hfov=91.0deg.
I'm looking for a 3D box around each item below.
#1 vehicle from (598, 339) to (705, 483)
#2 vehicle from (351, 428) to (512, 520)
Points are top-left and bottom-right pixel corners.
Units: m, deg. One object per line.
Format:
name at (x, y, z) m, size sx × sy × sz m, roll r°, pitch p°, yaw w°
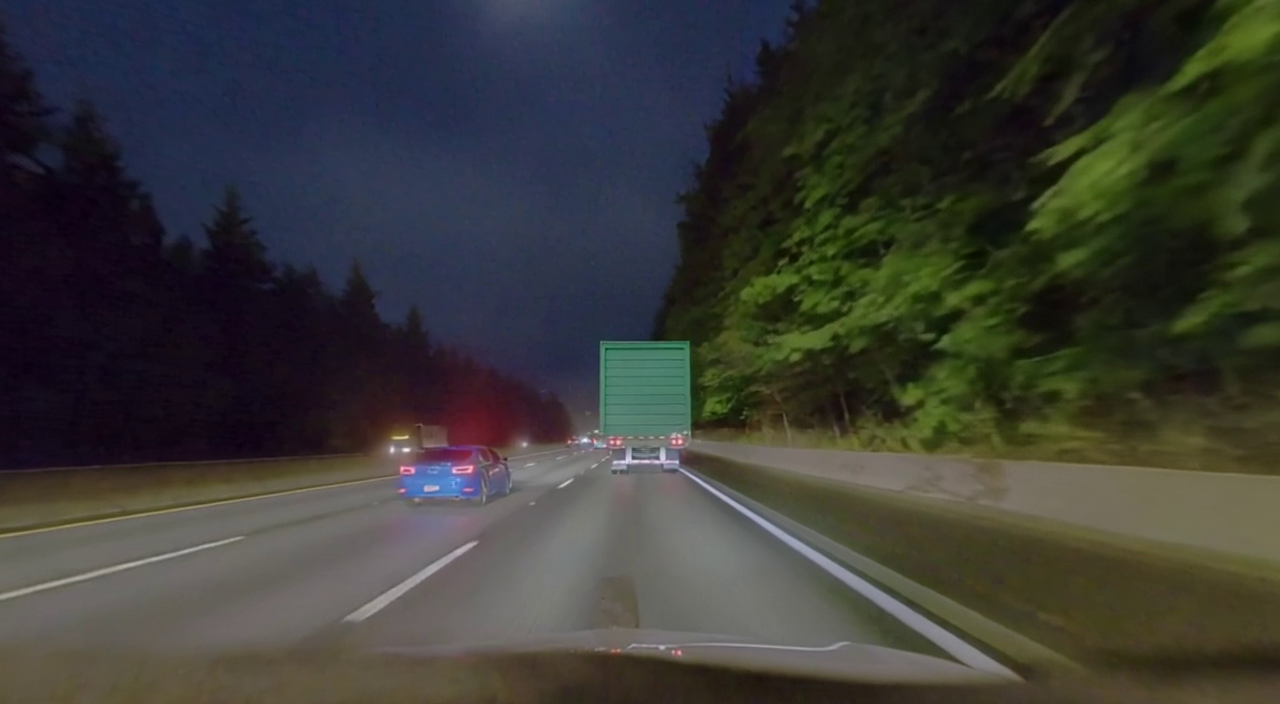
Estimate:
vehicle at (0.218, 2.443, 23.651) m, size 3.073 × 4.196 × 10.546 m, roll 0°, pitch -8°, yaw -1°
vehicle at (-3.962, 2.380, 12.834) m, size 1.854 × 1.530 × 4.268 m, roll 0°, pitch -8°, yaw -1°
